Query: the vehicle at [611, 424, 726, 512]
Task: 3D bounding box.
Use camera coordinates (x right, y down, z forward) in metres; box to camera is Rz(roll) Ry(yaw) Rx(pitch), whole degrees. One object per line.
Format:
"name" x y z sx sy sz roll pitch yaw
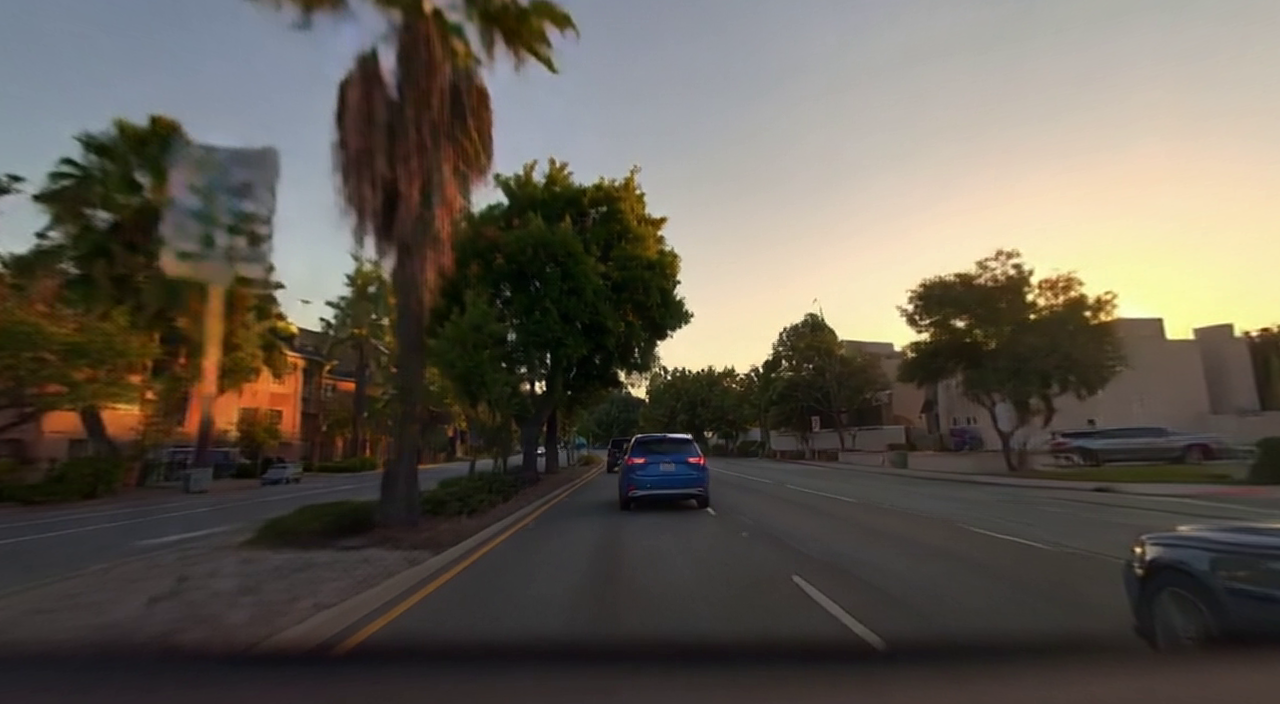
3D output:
"vehicle" 0.463 2.587 14.559 2.239 1.693 4.301 0 -8 -3

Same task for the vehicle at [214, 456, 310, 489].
"vehicle" -19.441 6.188 32.776 1.848 1.460 4.641 -1 -8 4

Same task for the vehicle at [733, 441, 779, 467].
"vehicle" 6.979 6.152 38.426 1.930 1.457 4.267 0 -8 -2

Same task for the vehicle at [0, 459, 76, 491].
"vehicle" -31.367 6.206 32.122 1.765 1.417 3.827 0 -8 0

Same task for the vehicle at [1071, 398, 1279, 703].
"vehicle" 3.756 0.790 1.723 1.941 1.472 4.570 0 -8 0

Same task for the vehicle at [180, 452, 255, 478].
"vehicle" -29.387 7.822 44.071 2.288 1.552 4.195 -1 -8 1
